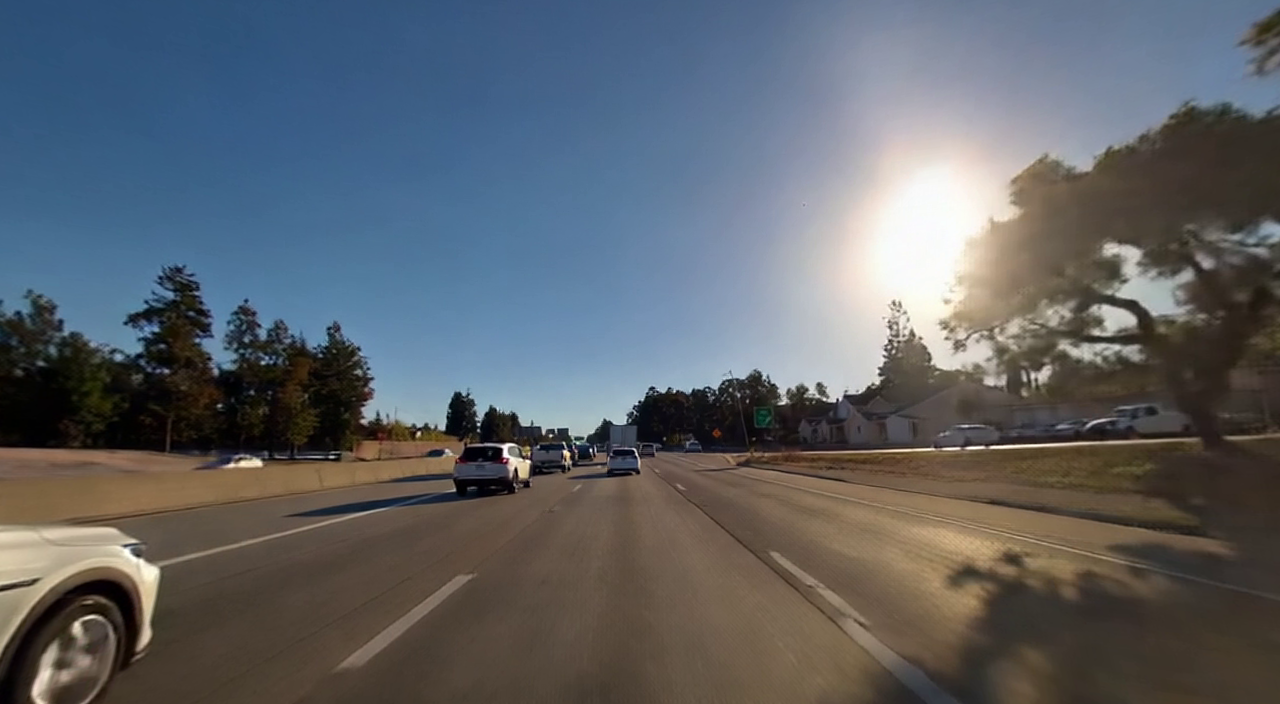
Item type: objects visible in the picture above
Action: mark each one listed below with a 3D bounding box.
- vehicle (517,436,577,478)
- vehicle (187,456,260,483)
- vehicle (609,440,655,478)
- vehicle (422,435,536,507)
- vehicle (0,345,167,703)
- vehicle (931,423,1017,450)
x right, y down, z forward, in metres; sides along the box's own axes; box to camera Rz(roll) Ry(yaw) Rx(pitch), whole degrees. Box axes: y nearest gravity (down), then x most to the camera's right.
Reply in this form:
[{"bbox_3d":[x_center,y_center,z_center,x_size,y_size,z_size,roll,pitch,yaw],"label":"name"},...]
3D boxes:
[{"bbox_3d":[-4.603,5.301,32.108,2.301,1.944,5.482,0,-9,-1],"label":"vehicle"},{"bbox_3d":[-28.173,7.955,42.917,1.996,1.677,4.250,0,-9,1],"label":"vehicle"},{"bbox_3d":[-0.400,5.132,30.574,2.063,1.703,4.203,0,-9,-1],"label":"vehicle"},{"bbox_3d":[-4.103,3.095,16.842,1.988,1.668,4.021,0,-9,0],"label":"vehicle"},{"bbox_3d":[-3.480,0.615,0.984,2.027,1.713,4.490,0,-9,-1],"label":"vehicle"},{"bbox_3d":[19.262,4.966,36.677,1.894,1.458,4.268,3,-9,-16],"label":"vehicle"}]
